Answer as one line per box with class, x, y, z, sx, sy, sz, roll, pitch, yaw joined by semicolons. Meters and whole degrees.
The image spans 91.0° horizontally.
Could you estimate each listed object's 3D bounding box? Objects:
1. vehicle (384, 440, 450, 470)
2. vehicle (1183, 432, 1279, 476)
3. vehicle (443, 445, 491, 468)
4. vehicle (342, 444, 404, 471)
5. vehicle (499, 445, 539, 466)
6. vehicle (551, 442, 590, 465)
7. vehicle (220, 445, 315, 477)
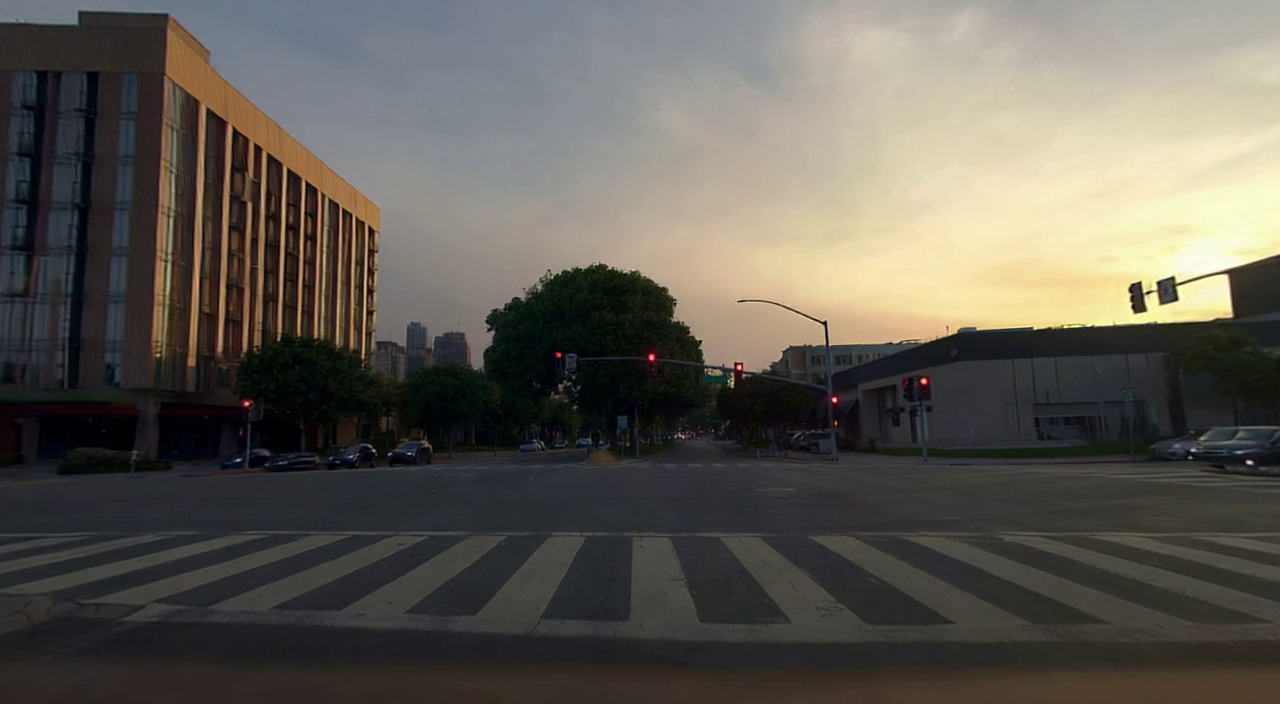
vehicle;-15.159;7.031;43.160;2.340;1.946;5.450;0;-9;2
vehicle;22.306;3.587;22.243;4.474;1.477;1.908;0;-9;-3
vehicle;-11.649;7.077;42.694;1.911;1.476;4.297;-1;-9;2
vehicle;-18.577;7.343;44.002;2.237;1.801;4.541;0;-9;1
vehicle;-8.113;7.001;42.606;1.910;1.321;3.692;0;-9;1
vehicle;-4.545;6.710;41.676;1.954;1.431;4.050;0;-9;2
vehicle;-22.785;6.660;38.777;2.032;1.839;4.884;-2;-9;14
